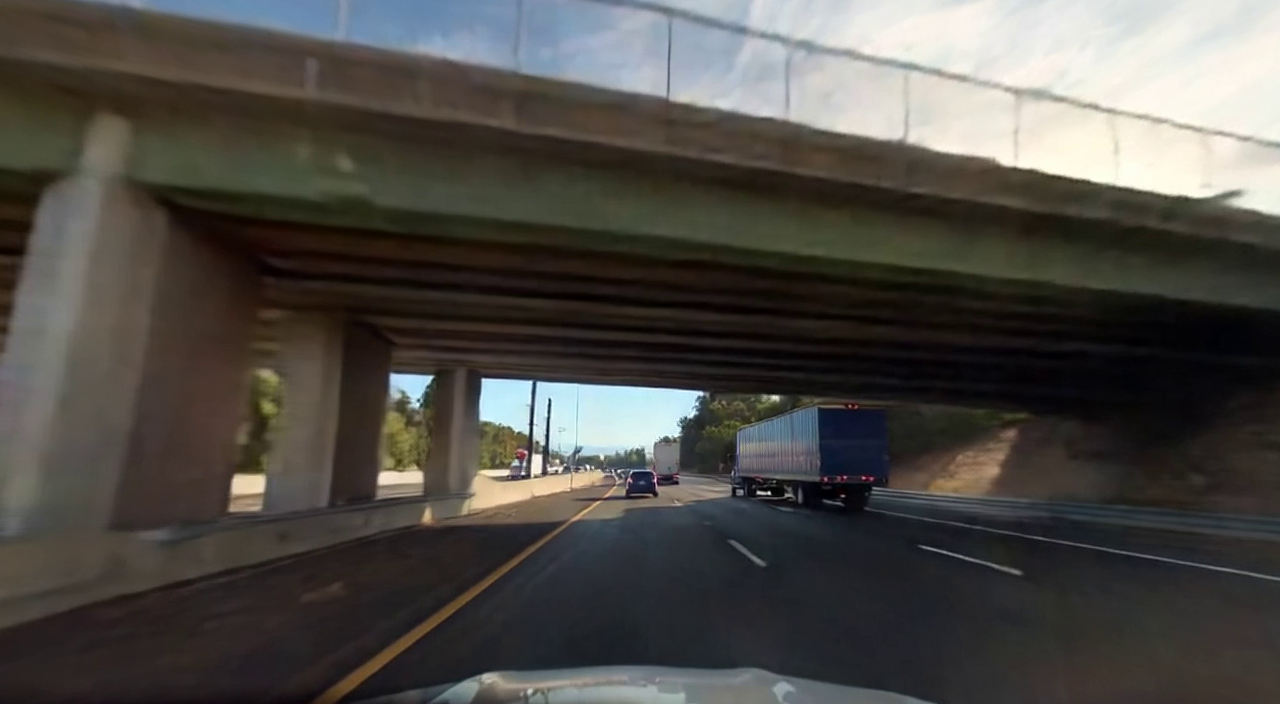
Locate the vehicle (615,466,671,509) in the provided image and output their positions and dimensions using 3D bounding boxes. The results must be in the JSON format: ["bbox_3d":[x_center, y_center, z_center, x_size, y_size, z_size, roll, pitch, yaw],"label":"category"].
[{"bbox_3d":[0.130,5.404,25.414,2.067,1.552,3.601,1,-11,0],"label":"vehicle"}]

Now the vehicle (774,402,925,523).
[{"bbox_3d":[7.321,4.151,23.561,2.839,3.684,8.091,1,-11,0],"label":"vehicle"}]
